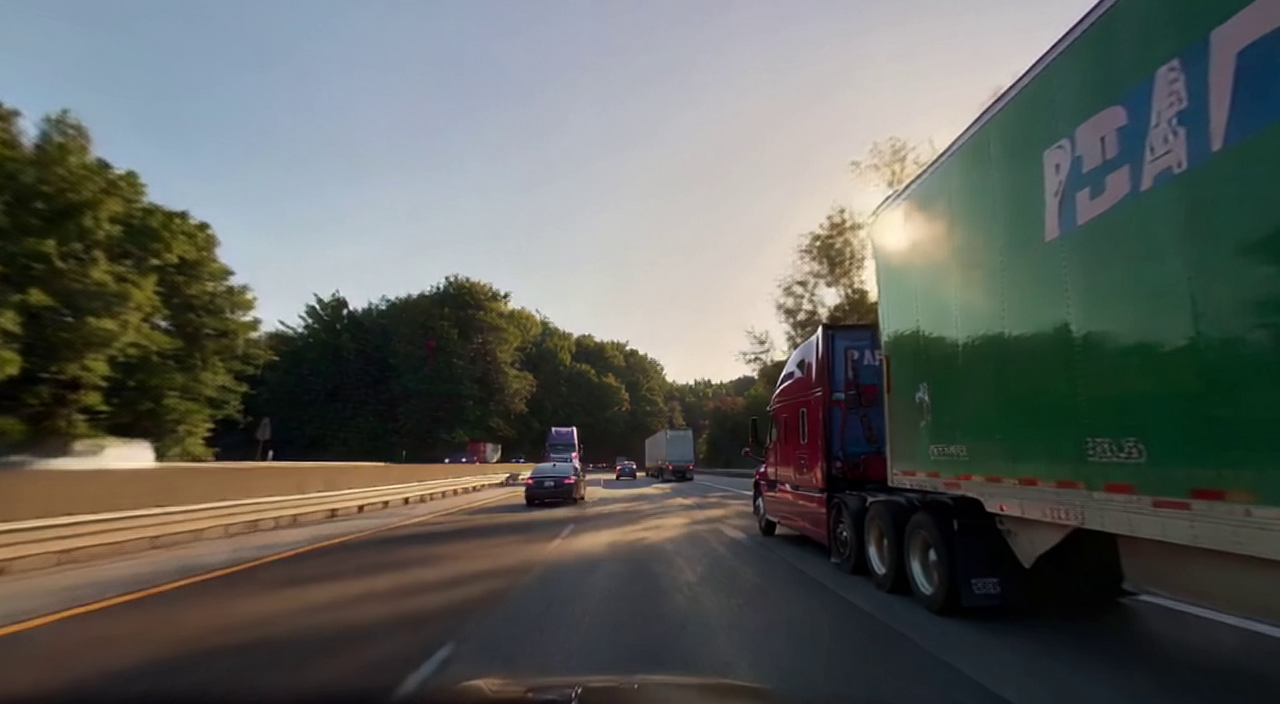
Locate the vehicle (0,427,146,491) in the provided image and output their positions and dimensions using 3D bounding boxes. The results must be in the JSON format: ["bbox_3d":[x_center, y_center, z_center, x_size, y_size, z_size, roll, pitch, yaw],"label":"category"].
[{"bbox_3d":[-15.873,2.895,17.016,1.797,1.497,3.967,1,-10,-1],"label":"vehicle"}]

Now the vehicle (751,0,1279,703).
[{"bbox_3d":[3.846,0.474,6.068,2.856,4.040,14.009,1,-10,-1],"label":"vehicle"}]

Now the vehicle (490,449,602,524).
[{"bbox_3d":[-2.215,3.389,16.280,2.010,1.580,4.949,0,-10,1],"label":"vehicle"}]
